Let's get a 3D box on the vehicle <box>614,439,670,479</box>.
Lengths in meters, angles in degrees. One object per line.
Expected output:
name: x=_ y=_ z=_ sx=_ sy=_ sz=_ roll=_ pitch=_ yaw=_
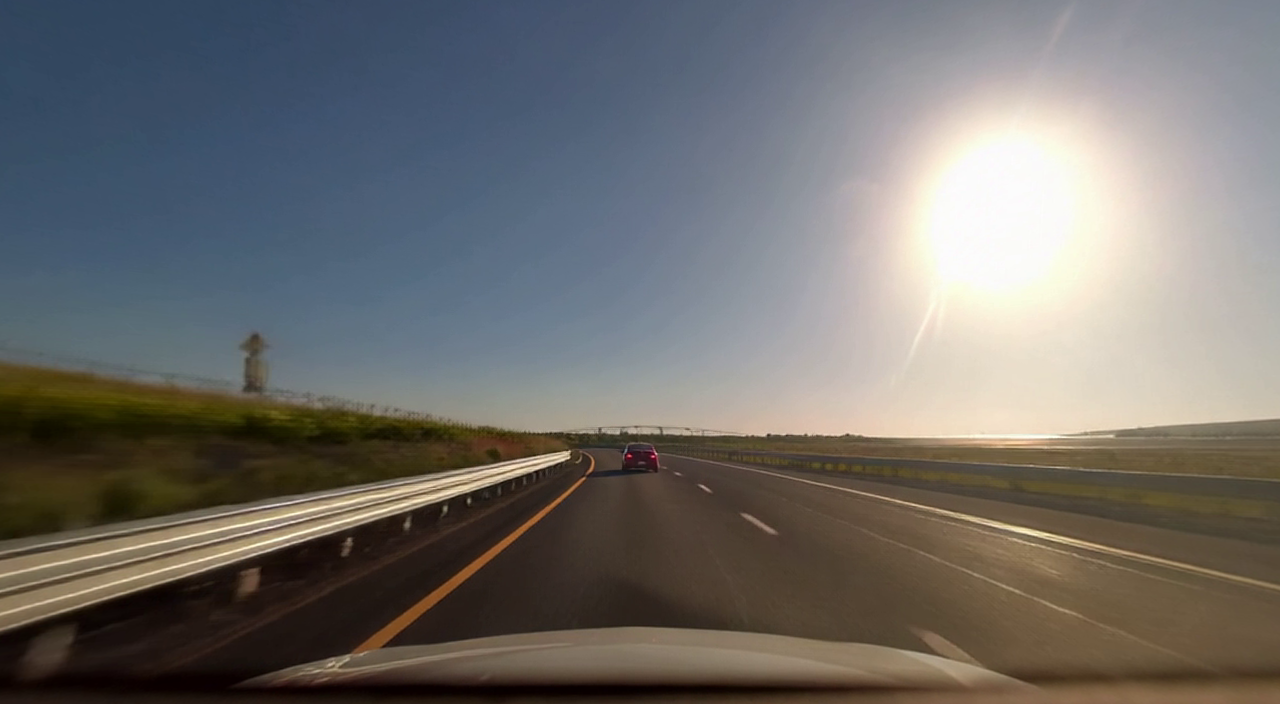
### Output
vehicle: x=-0.021 y=4.423 z=26.338 sx=2.029 sy=1.474 sz=4.183 roll=0 pitch=-9 yaw=-4
